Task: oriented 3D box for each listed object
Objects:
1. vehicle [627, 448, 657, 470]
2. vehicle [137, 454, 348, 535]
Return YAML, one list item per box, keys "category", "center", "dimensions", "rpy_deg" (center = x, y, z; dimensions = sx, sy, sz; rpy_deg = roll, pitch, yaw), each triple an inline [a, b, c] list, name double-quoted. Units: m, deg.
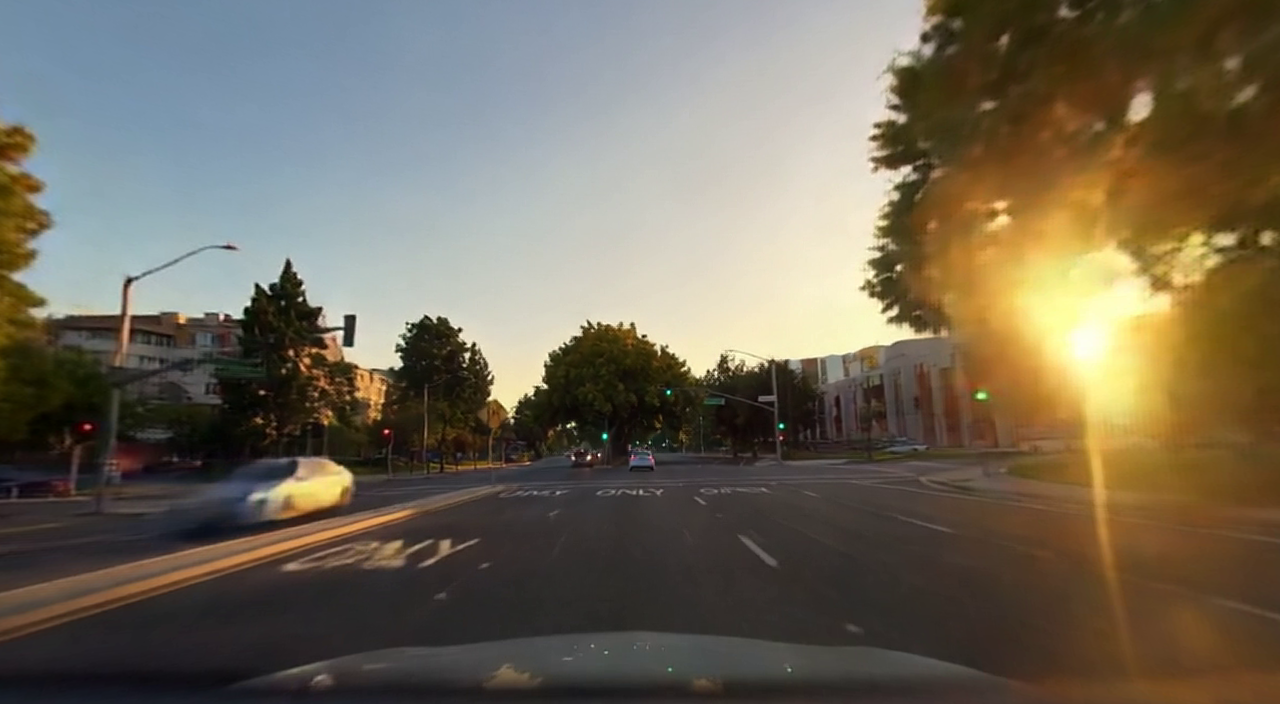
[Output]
- category: "vehicle"
  center: [0.117, 7.654, 45.231]
  dimensions: [2.064, 1.477, 3.968]
  rpy_deg: [0, -9, 0]
- category: "vehicle"
  center: [-8.633, 3.078, 14.268]
  dimensions: [1.887, 1.480, 4.446]
  rpy_deg: [0, -9, 0]
